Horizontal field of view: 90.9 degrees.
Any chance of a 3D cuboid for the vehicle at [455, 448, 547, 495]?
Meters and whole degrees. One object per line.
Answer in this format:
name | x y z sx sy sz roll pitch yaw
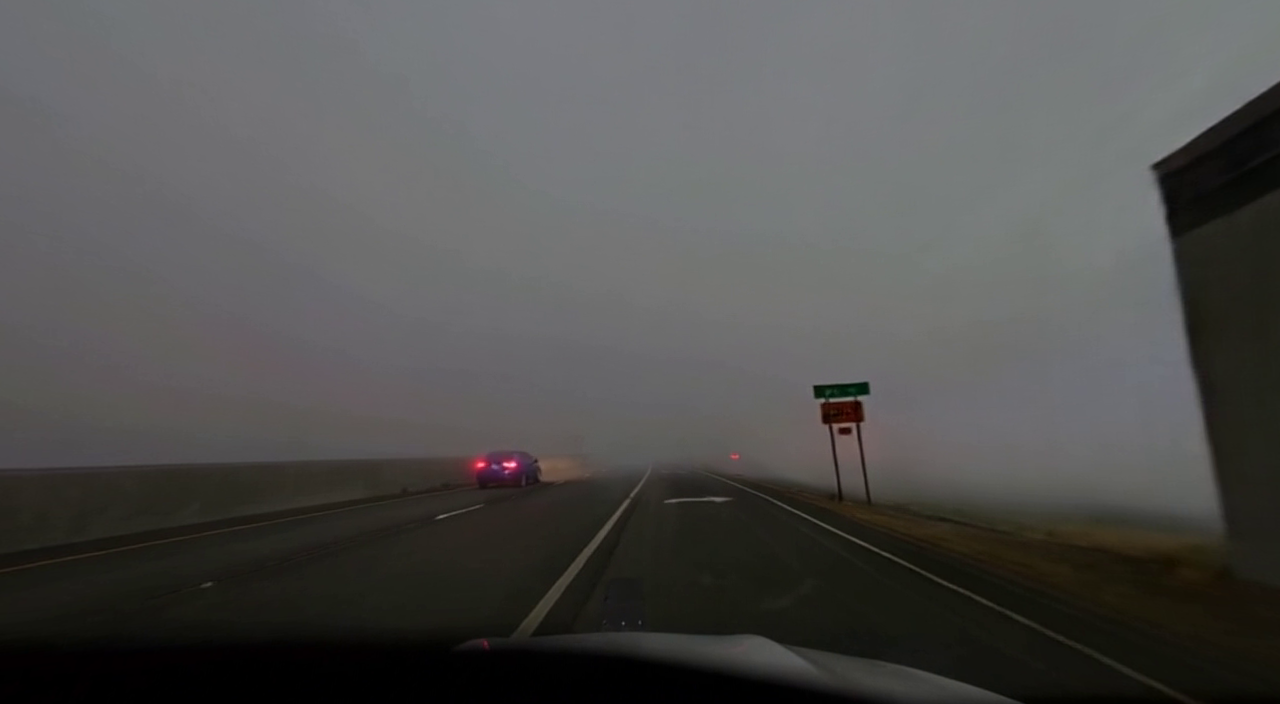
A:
vehicle | -5.119 4.450 23.935 2.172 1.587 4.518 -1 -9 4
